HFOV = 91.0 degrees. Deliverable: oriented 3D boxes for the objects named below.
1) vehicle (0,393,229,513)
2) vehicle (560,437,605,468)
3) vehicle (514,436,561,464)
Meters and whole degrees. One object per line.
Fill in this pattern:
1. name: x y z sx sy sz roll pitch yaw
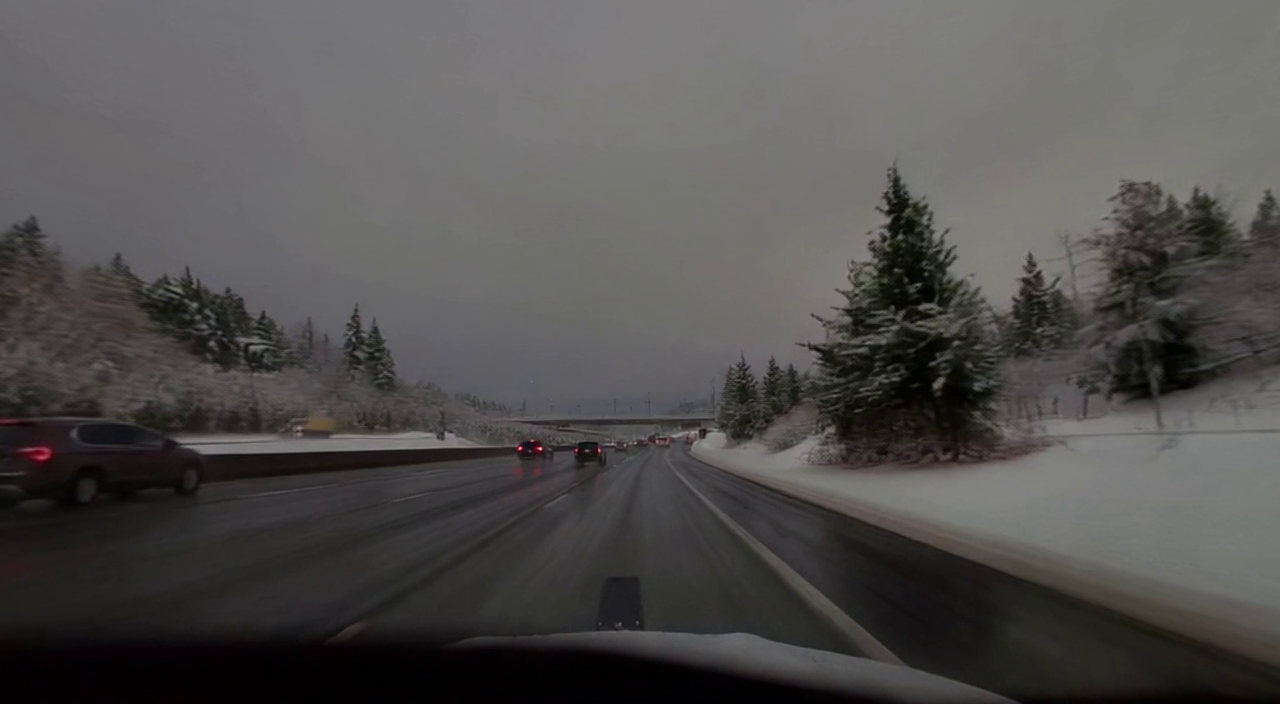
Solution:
1. vehicle: -11.718 2.095 13.240 2.264 1.980 5.574 0 -9 1
2. vehicle: -3.325 5.954 37.346 2.035 1.673 4.469 0 -9 3
3. vehicle: -6.763 6.524 41.958 2.108 1.686 4.556 0 -9 3
